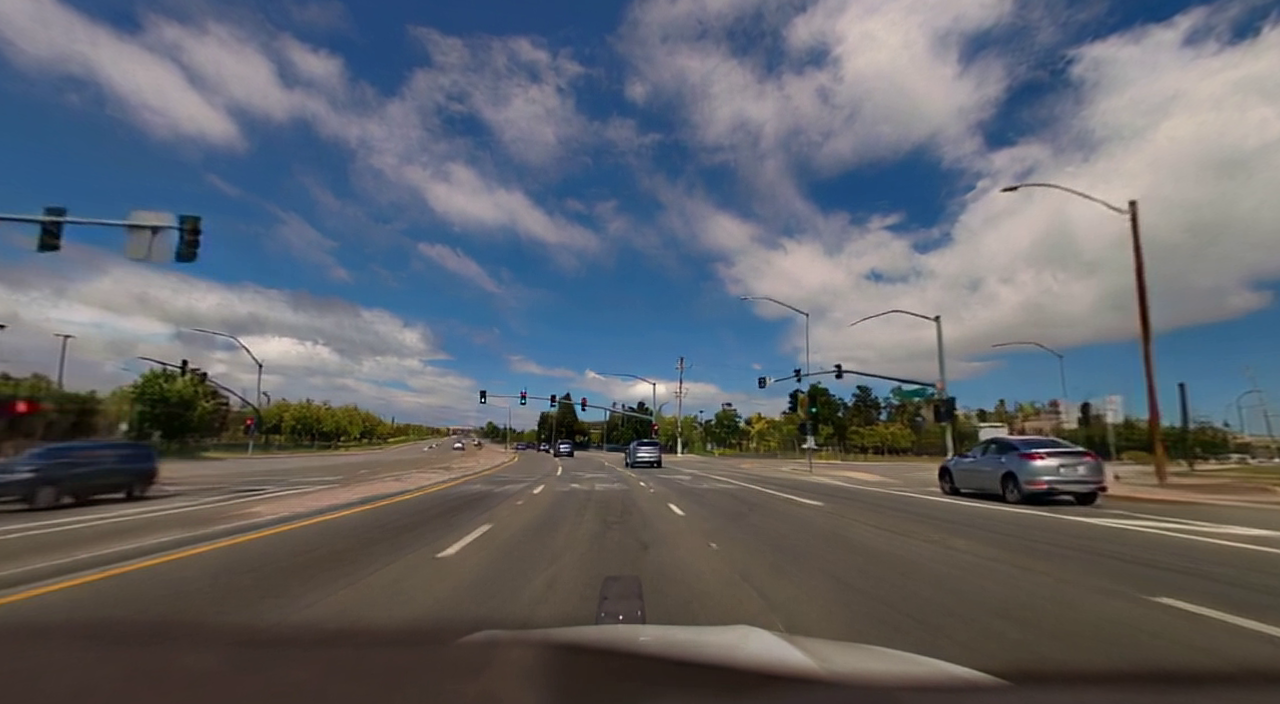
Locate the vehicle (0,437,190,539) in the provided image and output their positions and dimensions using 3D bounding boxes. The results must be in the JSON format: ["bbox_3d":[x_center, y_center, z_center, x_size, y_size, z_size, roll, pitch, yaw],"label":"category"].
[{"bbox_3d":[-11.529,2.478,12.145,2.399,1.624,4.585,0,-8,-1],"label":"vehicle"}]

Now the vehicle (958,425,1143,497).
[{"bbox_3d":[11.193,2.999,17.781,2.130,1.741,4.665,0,-8,1],"label":"vehicle"}]

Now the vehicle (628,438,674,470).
[{"bbox_3d":[0.584,5.911,36.693,2.024,1.724,3.928,1,-9,-8],"label":"vehicle"}]
